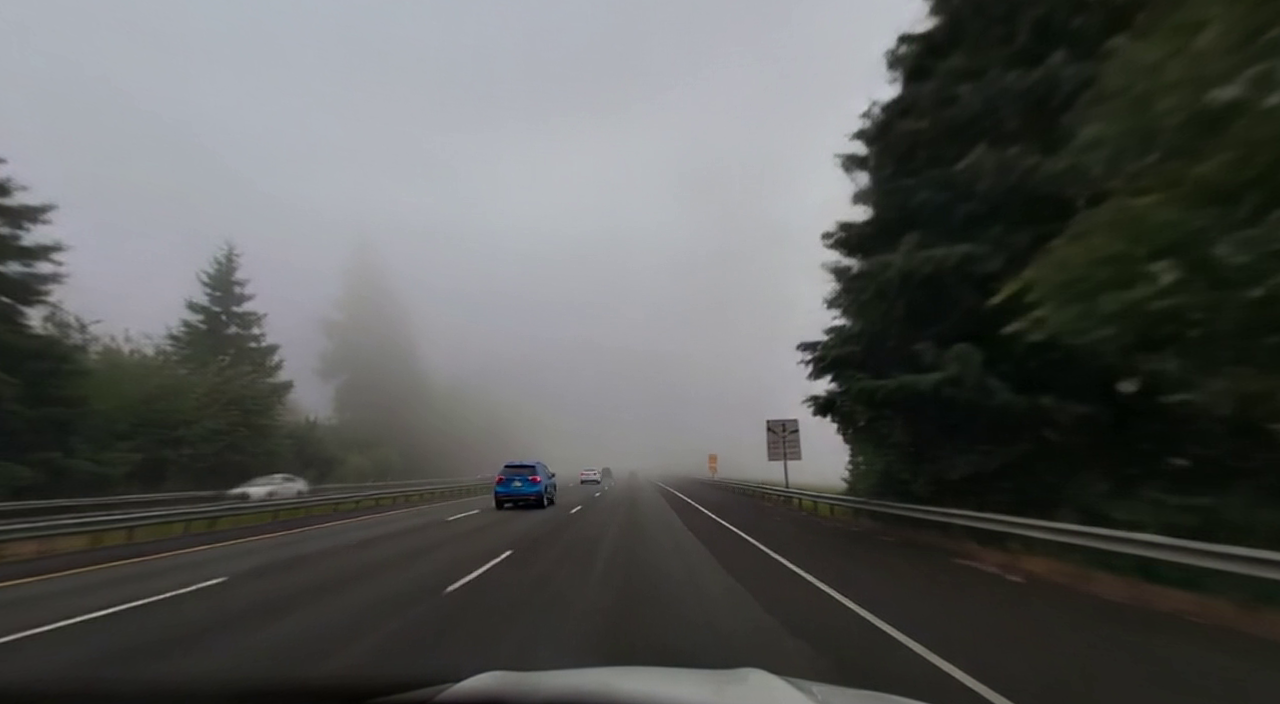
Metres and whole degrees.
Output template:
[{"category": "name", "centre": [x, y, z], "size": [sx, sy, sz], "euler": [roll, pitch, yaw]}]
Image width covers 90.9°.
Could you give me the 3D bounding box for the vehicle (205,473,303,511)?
[{"category": "vehicle", "centre": [-16.883, 6.125, 27.838], "size": [1.778, 1.512, 4.020], "euler": [1, -11, -1]}]

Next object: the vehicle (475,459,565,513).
[{"category": "vehicle", "centre": [-3.871, 4.433, 21.158], "size": [2.068, 1.592, 4.479], "euler": [0, -11, 1]}]
